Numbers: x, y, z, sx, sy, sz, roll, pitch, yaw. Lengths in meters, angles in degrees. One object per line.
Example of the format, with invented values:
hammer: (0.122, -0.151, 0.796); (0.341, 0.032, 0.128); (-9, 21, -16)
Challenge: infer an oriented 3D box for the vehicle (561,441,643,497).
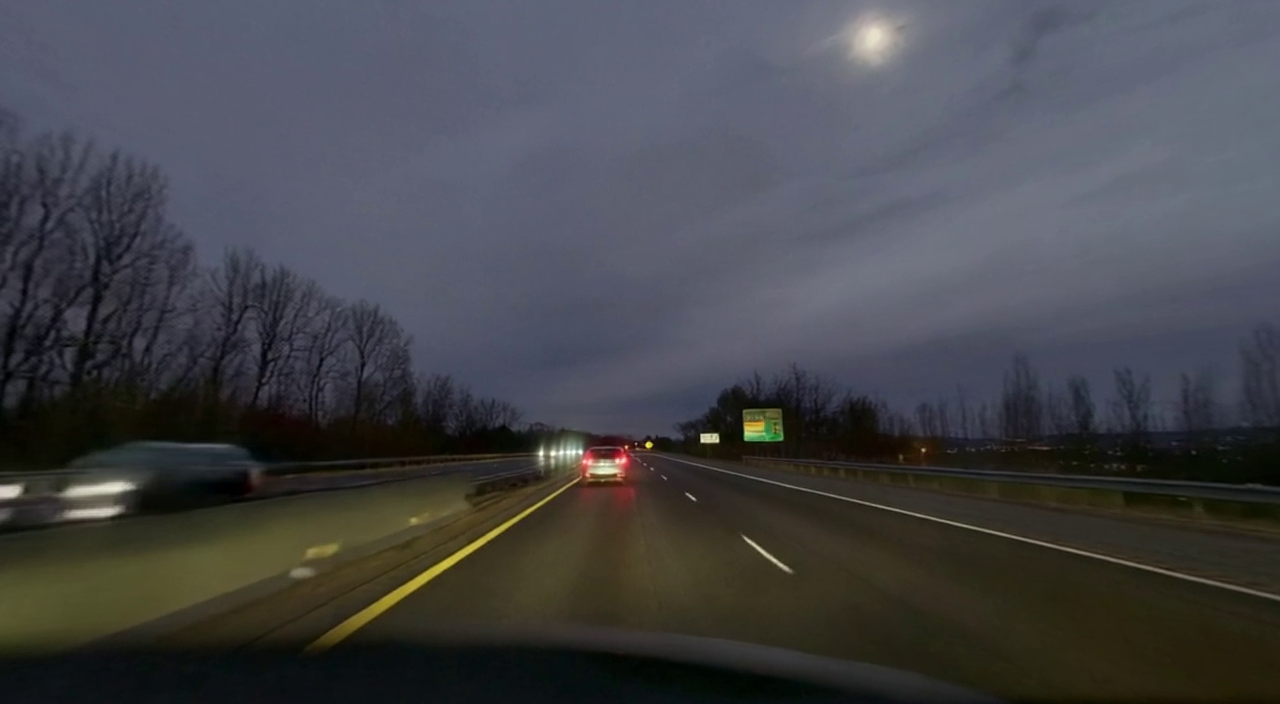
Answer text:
vehicle: (-1.111, 3.543, 19.383); (2.244, 1.506, 4.097); (0, -9, -2)

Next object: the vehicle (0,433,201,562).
vehicle: (-9.489, 2.141, 9.706); (2.330, 1.637, 4.272); (0, -9, -2)
